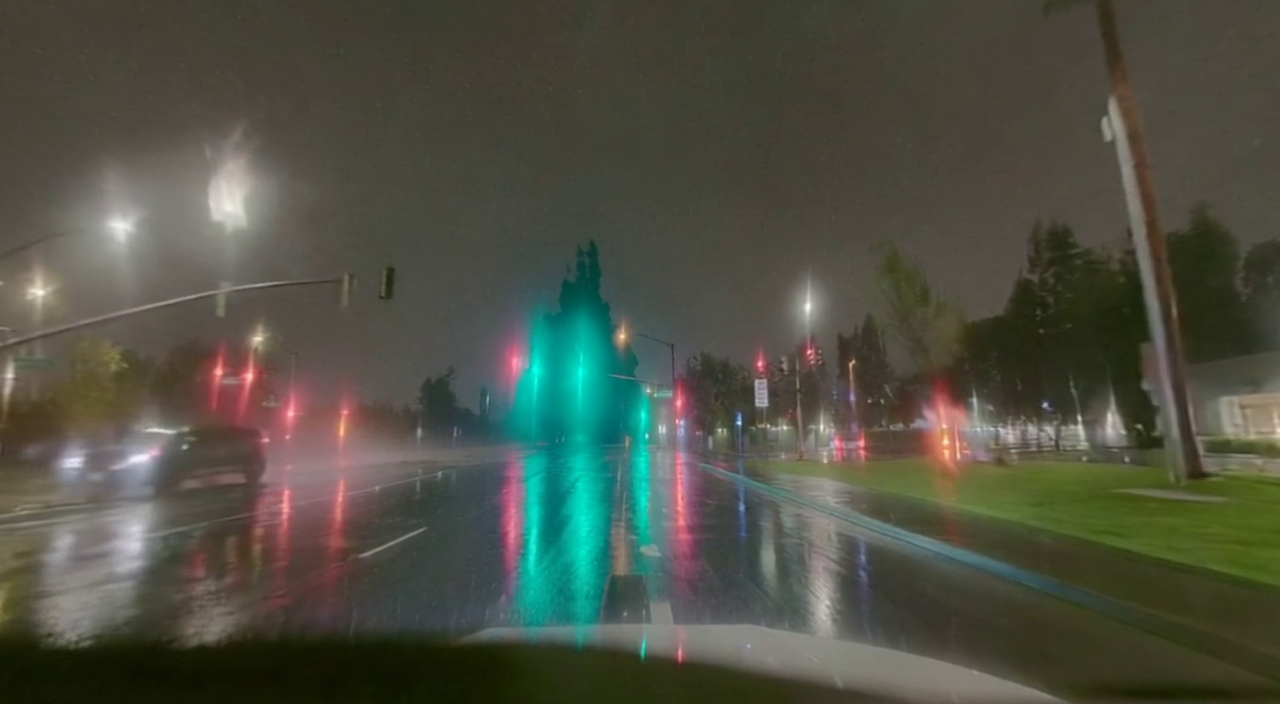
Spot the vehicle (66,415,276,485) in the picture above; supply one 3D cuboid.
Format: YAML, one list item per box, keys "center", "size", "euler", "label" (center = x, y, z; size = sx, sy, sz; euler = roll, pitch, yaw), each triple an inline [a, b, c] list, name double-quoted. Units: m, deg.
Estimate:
- center: [-14.650, 3.141, 20.354]
  size: [2.437, 1.910, 5.780]
  euler: [0, -9, -2]
  label: "vehicle"
